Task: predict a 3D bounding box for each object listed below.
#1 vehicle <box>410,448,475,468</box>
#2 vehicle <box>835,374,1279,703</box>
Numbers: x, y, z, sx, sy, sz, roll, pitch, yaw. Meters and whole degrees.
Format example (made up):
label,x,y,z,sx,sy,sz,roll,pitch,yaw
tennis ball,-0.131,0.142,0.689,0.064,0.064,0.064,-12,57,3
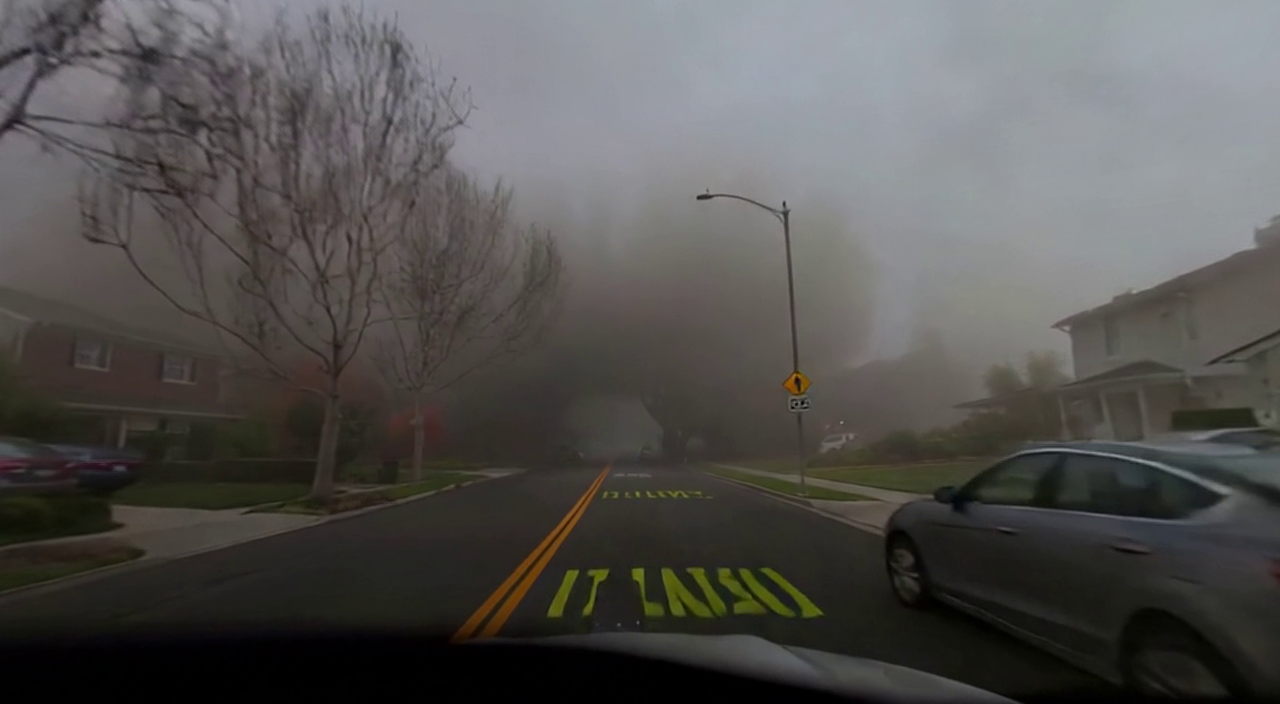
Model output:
label,x,y,z,sx,sy,sz,roll,pitch,yaw
vehicle,-15.260,8.206,48.985,4.388,1.449,1.882,0,-9,-2
vehicle,3.047,1.193,4.126,1.988,1.618,4.567,0,-8,-1
